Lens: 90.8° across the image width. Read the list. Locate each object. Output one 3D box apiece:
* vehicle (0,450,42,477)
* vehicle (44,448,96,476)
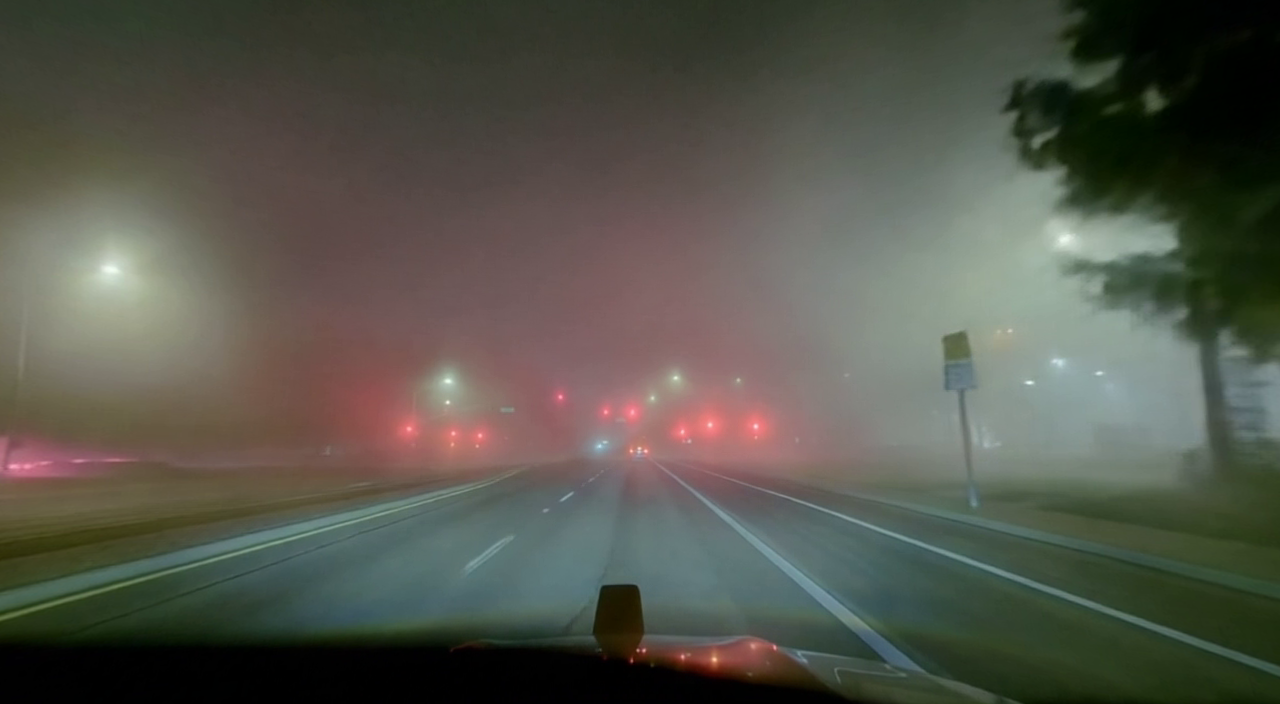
[{"bbox_3d":[-38.185,6.826,38.826,3.758,1.545,1.763,-8,-12,44],"label":"vehicle"},{"bbox_3d":[-37.955,7.258,42.044,4.235,1.748,2.001,-8,-11,42],"label":"vehicle"}]
